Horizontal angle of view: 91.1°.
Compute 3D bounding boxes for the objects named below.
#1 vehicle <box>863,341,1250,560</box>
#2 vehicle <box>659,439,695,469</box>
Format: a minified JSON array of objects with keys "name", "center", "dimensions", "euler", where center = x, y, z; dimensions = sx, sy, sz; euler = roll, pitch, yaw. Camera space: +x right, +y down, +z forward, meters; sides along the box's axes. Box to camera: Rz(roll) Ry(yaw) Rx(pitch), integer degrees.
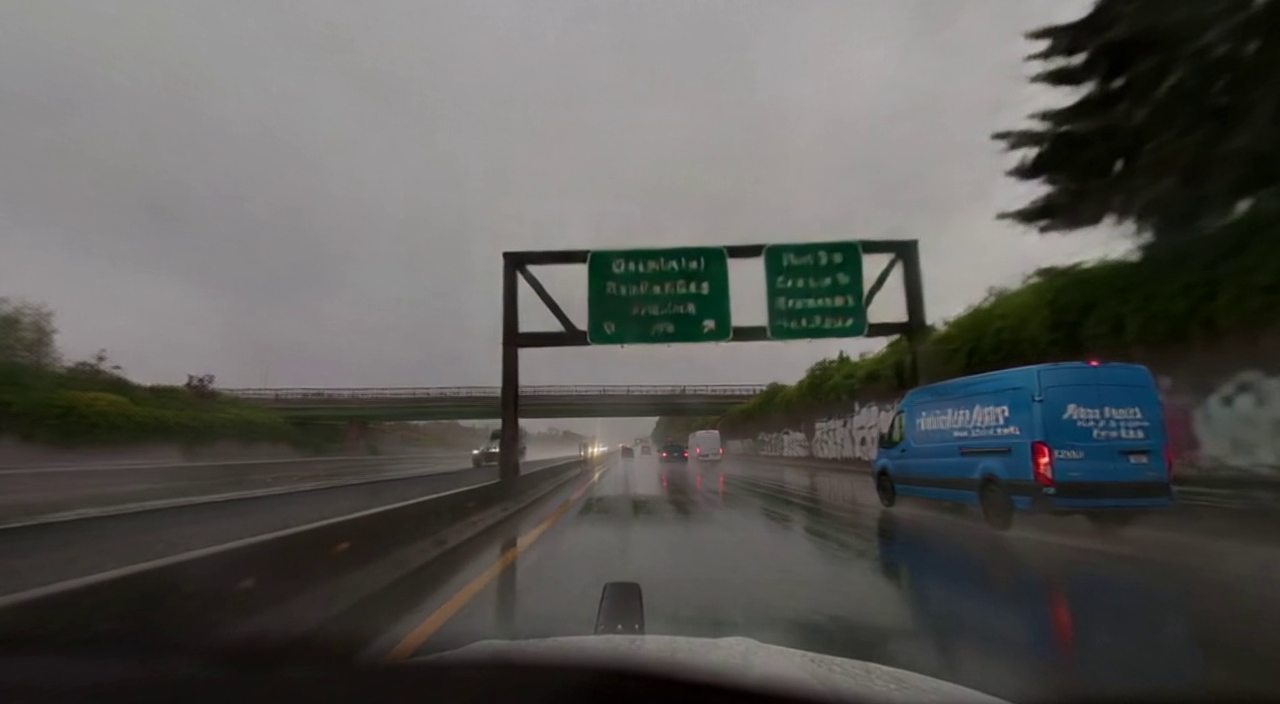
[{"name":"vehicle","center":[6.051,1.593,10.502],"dimensions":[2.283,2.631,5.719],"euler":[0,-9,-2]},{"name":"vehicle","center":[2.555,7.187,44.494],"dimensions":[2.007,1.943,5.010],"euler":[0,-9,-3]}]
